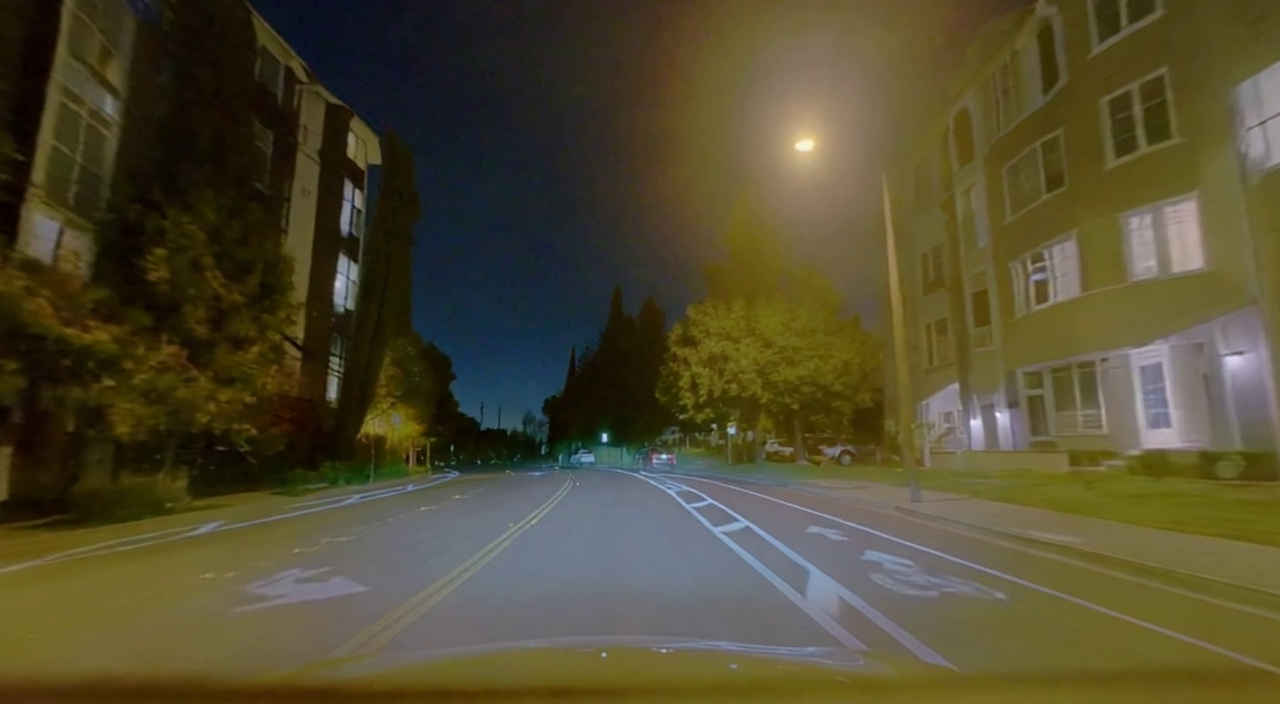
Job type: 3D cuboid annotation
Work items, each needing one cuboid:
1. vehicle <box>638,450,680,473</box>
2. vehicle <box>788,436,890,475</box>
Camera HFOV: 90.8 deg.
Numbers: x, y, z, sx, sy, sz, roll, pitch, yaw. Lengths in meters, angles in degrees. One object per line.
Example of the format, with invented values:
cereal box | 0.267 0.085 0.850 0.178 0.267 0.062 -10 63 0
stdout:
vehicle | 1.323 7.966 46.192 1.997 1.618 4.119 2 -9 -14
vehicle | 10.843 5.697 34.575 4.697 1.861 2.126 0 -12 -14
